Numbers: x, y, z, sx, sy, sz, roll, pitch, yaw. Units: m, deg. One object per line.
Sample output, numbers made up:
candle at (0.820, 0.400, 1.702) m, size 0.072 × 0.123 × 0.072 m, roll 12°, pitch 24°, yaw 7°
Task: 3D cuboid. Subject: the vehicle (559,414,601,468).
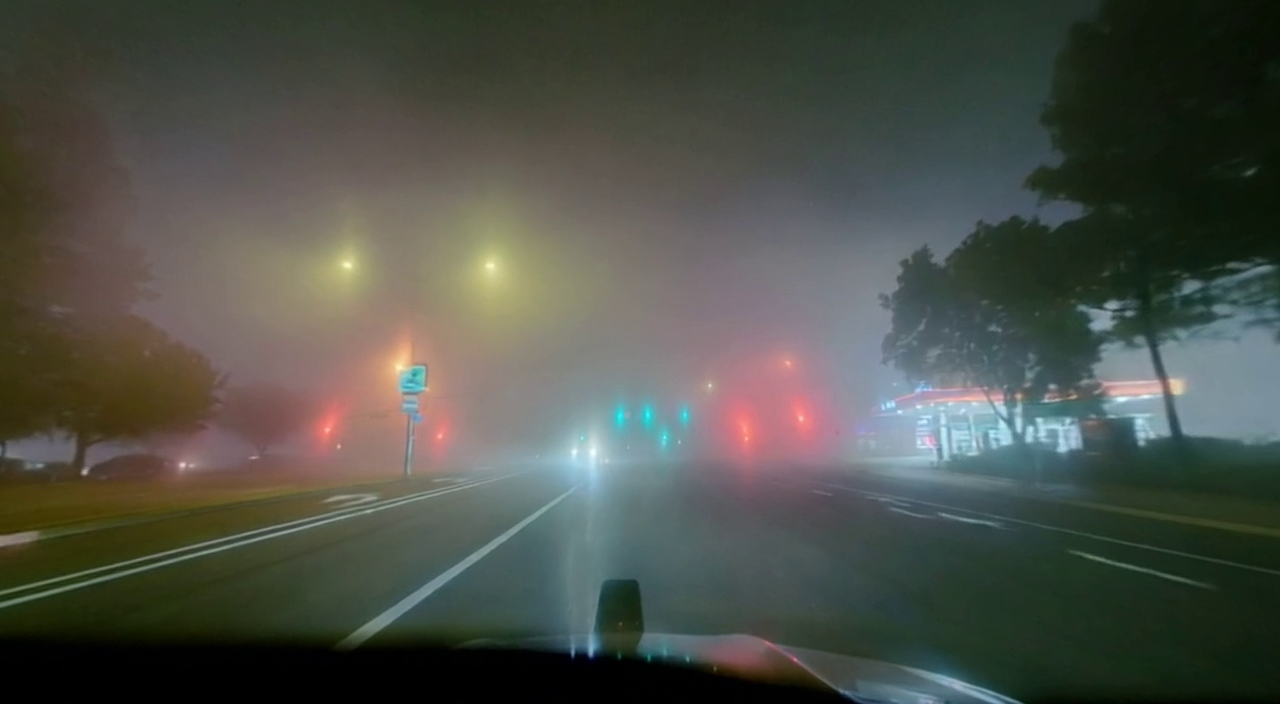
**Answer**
vehicle at (-4.158, 6.149, 43.969) m, size 2.637 × 3.576 × 3.006 m, roll -1°, pitch -7°, yaw -1°
